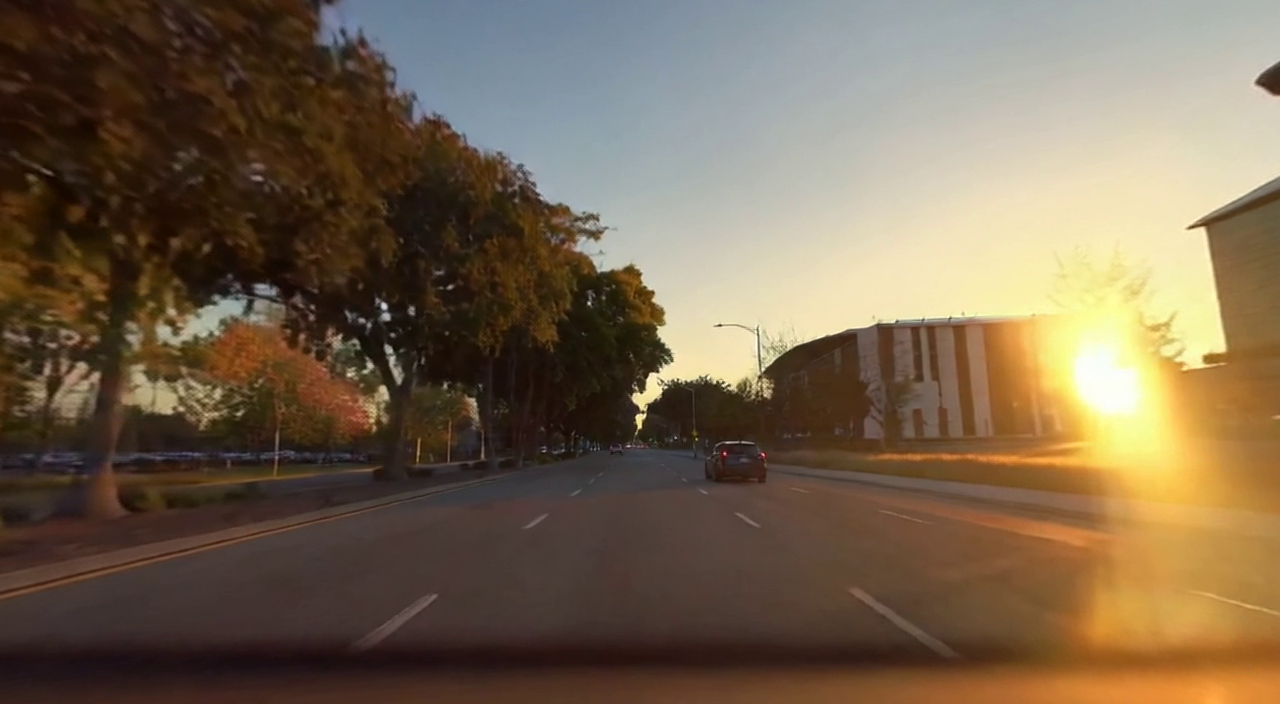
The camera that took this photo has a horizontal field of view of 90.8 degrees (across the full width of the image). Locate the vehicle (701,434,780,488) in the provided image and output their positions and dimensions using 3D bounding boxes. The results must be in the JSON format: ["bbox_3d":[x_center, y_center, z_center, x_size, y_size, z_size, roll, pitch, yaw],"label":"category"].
[{"bbox_3d":[3.503,3.894,22.832,2.083,1.743,4.354,0,-9,-1],"label":"vehicle"}]
